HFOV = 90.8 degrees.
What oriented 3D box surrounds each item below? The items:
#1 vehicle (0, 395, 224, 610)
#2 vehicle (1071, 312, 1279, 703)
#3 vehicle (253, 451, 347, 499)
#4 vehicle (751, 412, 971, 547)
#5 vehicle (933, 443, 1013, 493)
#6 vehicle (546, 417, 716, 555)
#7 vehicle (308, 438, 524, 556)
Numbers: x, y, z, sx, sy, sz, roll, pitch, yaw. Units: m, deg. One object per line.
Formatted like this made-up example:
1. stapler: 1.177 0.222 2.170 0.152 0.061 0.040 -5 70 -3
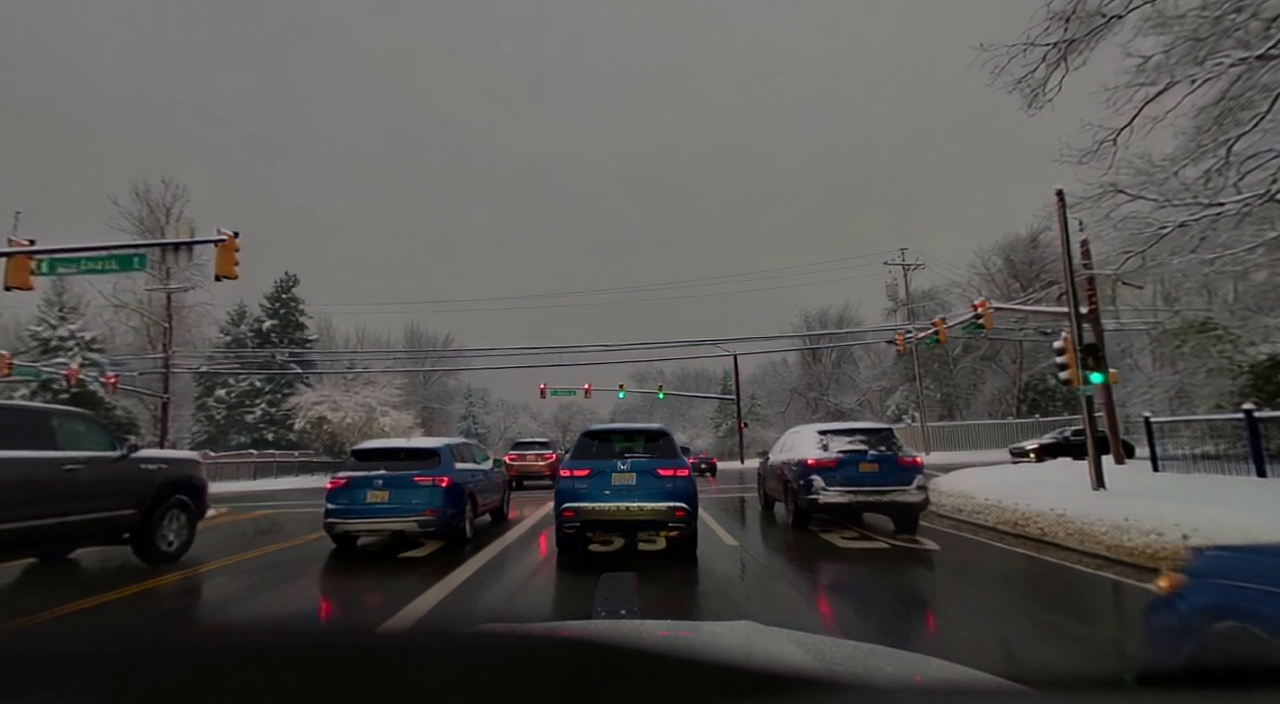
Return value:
1. vehicle: -6.515 1.356 5.865 2.116 1.812 4.609 0 -9 0
2. vehicle: 2.752 0.498 0.211 2.034 1.655 4.465 0 -9 0
3. vehicle: -11.833 4.251 22.343 1.974 1.491 4.450 3 -9 -16
4. vehicle: 3.364 2.058 10.804 1.999 1.789 4.583 0 -9 -1
5. vehicle: 11.197 3.790 21.080 1.913 1.457 4.298 -5 -10 32
6. vehicle: -0.103 1.986 9.998 2.111 1.712 4.078 0 -9 0
7. vehicle: -3.253 2.181 10.294 1.881 1.466 4.484 0 -9 0
